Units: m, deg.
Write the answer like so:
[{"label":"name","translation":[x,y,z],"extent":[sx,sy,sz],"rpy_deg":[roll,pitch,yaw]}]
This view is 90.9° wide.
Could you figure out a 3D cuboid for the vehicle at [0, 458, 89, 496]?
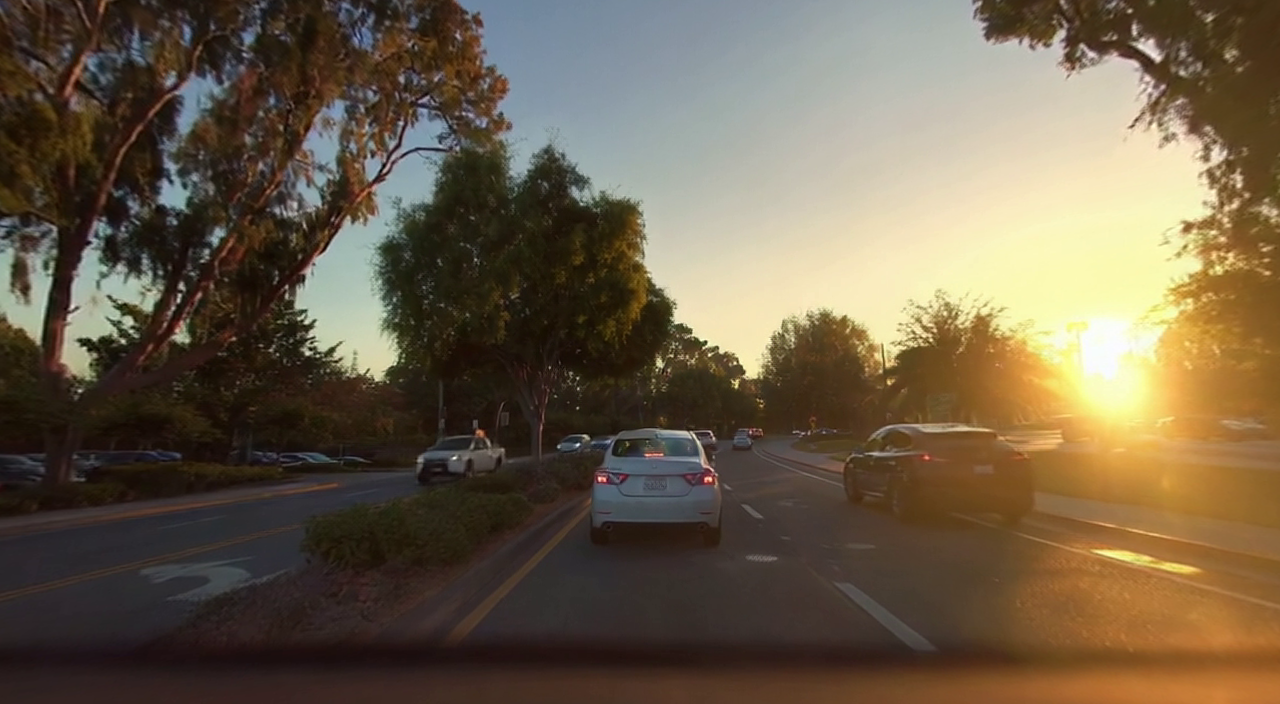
[{"label":"vehicle","translation":[-27.315,5.613,28.077],"extent":[4.272,1.438,1.801],"rpy_deg":[-5,-9,8]}]

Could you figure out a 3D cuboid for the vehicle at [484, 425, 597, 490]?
[{"label":"vehicle","translation":[-2.948,3.282,19.971],"extent":[2.057,1.786,4.725],"rpy_deg":[-2,-8,11]}]

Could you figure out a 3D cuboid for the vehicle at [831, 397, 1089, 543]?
[{"label":"vehicle","translation":[4.946,1.892,10.739],"extent":[2.059,1.864,4.700],"rpy_deg":[1,-8,2]}]

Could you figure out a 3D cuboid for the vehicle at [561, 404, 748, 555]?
[{"label":"vehicle","translation":[0.204,1.770,9.403],"extent":[2.154,1.710,4.128],"rpy_deg":[-1,-8,1]}]

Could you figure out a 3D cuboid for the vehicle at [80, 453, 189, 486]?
[{"label":"vehicle","translation":[-26.751,6.189,33.454],"extent":[4.256,1.633,1.940],"rpy_deg":[-1,-8,7]}]

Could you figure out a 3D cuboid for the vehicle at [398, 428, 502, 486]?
[{"label":"vehicle","translation":[-6.637,3.734,22.672],"extent":[2.051,1.843,4.469],"rpy_deg":[-1,-8,4]}]
